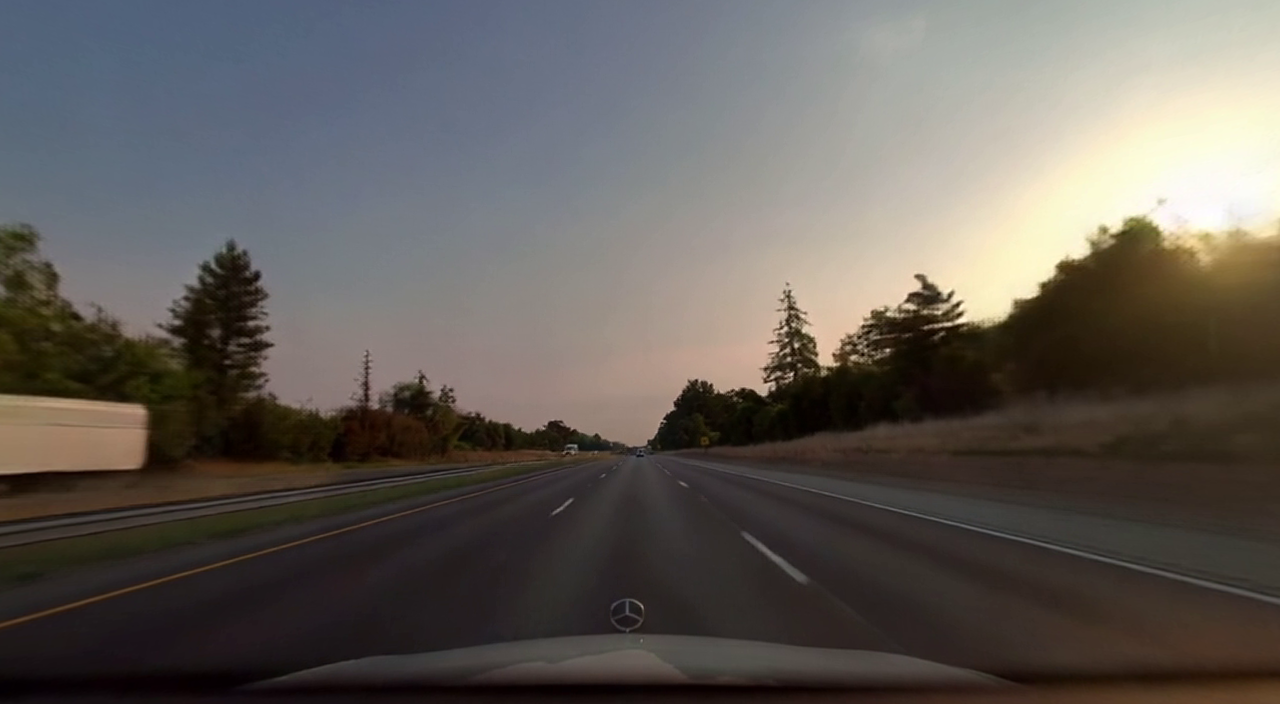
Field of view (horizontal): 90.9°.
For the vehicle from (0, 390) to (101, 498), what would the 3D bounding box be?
[{"bbox_3d":[-19.615,2.510,17.166,3.661,2.973,6.879,0,-9,0],"label":"vehicle"}]
